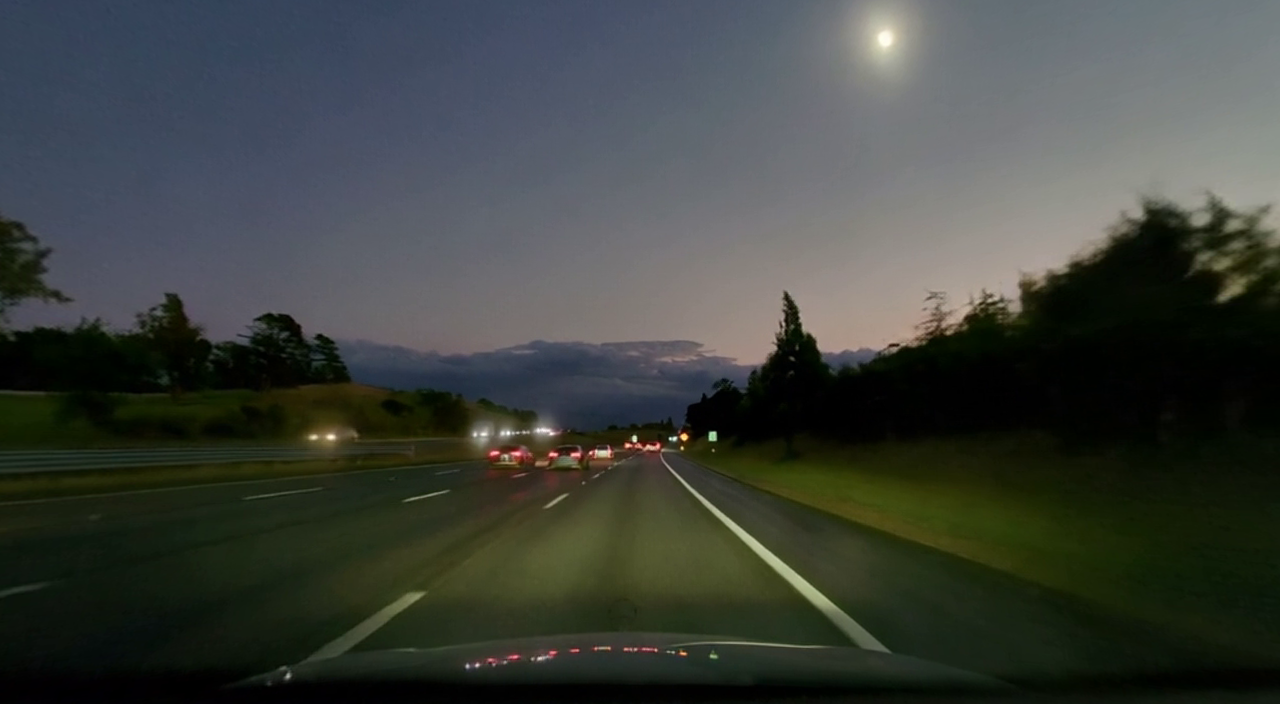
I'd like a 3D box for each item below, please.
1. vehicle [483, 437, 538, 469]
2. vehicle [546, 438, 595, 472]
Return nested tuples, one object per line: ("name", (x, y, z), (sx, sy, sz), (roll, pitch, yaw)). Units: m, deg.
("vehicle", (-7.465, 5.896, 36.792), (2.108, 1.686, 4.556), (0, -9, 2))
("vehicle", (-3.758, 5.648, 34.663), (2.035, 1.673, 4.469), (0, -9, 2))
